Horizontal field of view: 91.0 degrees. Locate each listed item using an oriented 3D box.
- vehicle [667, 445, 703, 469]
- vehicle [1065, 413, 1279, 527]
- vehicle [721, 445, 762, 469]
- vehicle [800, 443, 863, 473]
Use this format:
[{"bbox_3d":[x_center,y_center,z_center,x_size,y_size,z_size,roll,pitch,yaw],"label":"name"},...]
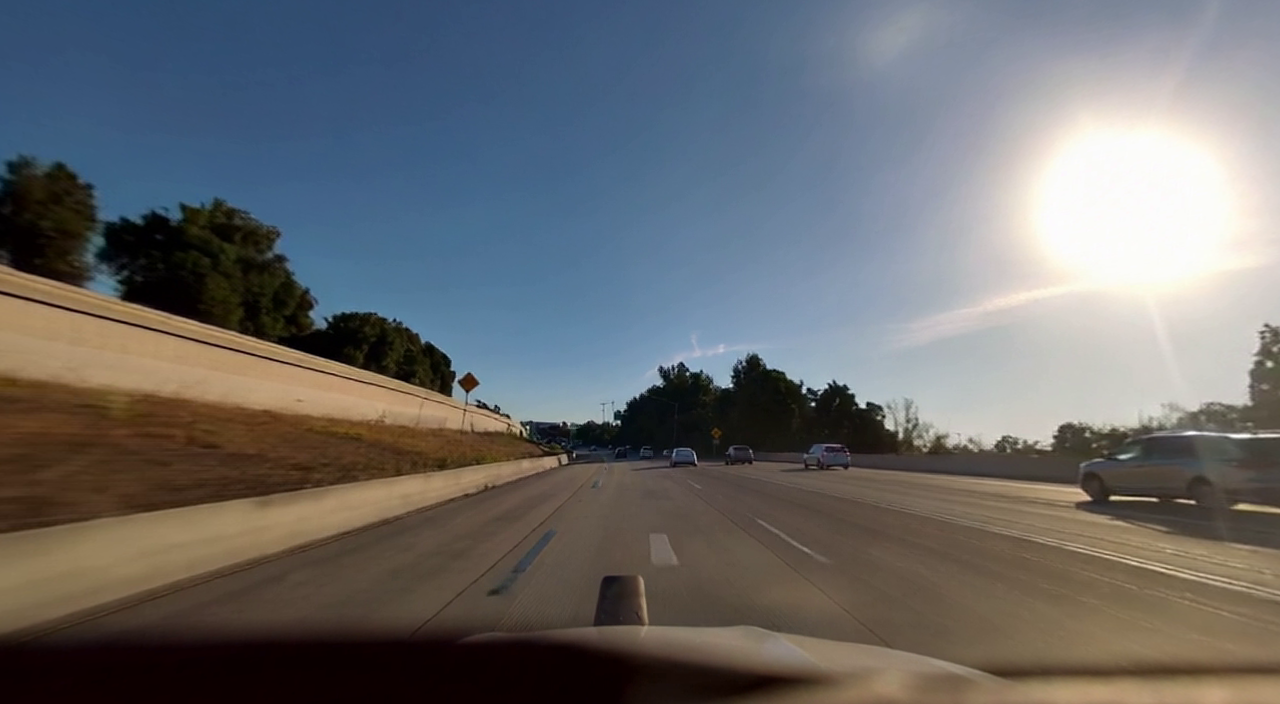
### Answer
[{"bbox_3d":[2.904,6.913,41.644,1.934,1.491,3.982,1,-8,-3],"label":"vehicle"},{"bbox_3d":[10.857,2.174,12.124,2.077,1.763,4.472,0,-8,-1],"label":"vehicle"},{"bbox_3d":[6.862,7.122,42.929,1.904,1.488,4.299,1,-8,-3],"label":"vehicle"},{"bbox_3d":[10.577,5.871,35.078,1.987,1.546,4.271,1,-8,-3],"label":"vehicle"}]
